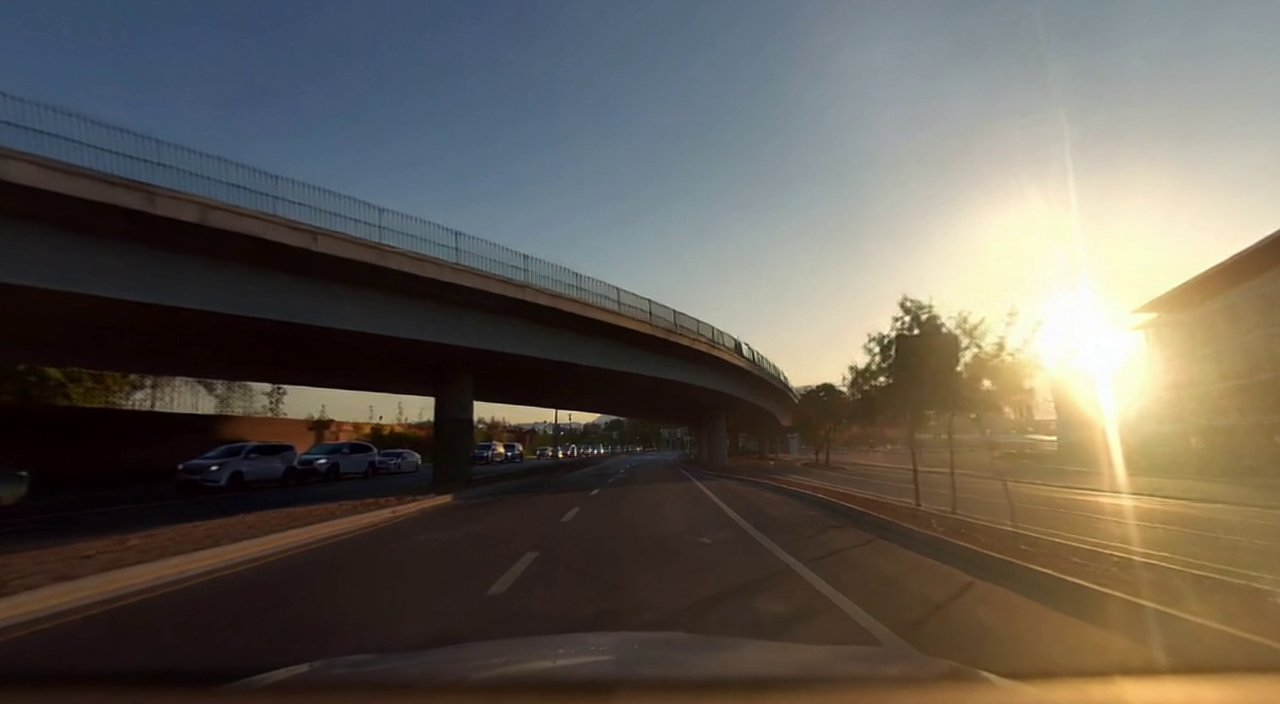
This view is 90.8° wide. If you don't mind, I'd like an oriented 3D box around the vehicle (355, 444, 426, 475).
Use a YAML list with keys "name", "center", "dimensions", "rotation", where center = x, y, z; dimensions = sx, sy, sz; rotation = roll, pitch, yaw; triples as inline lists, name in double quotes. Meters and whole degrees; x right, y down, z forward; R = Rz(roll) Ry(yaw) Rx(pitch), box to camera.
- name: "vehicle"
  center: [-13.134, 5.736, 33.603]
  dimensions: [1.847, 1.498, 4.368]
  rotation: [1, -10, 2]

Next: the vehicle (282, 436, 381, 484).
- name: "vehicle"
  center: [-13.287, 4.644, 27.529]
  dimensions: [1.886, 1.801, 4.337]
  rotation: [2, -8, 3]

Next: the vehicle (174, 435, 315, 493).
- name: "vehicle"
  center: [-13.209, 3.755, 21.488]
  dimensions: [1.903, 1.703, 4.346]
  rotation: [2, -9, 1]
